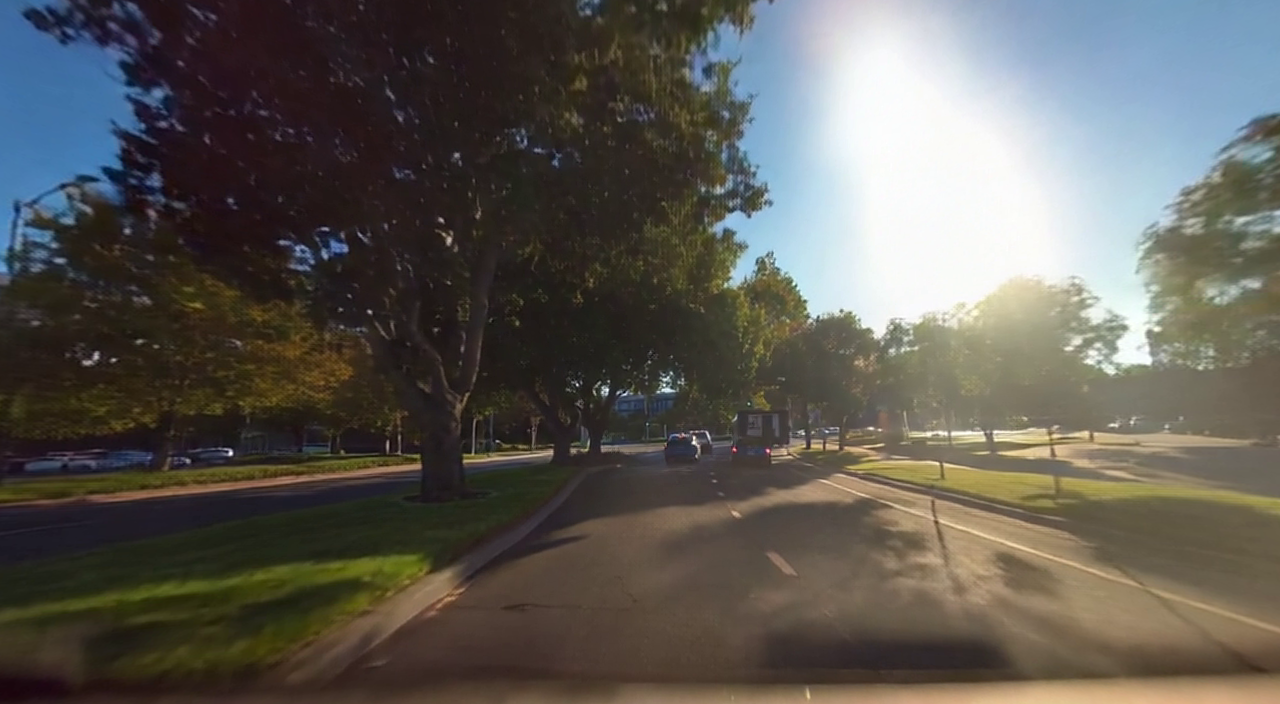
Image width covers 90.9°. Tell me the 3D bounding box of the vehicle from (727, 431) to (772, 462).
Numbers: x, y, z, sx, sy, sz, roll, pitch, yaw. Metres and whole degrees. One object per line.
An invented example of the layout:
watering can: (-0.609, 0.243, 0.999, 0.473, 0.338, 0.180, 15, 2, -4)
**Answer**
vehicle: (5.670, 4.920, 33.037, 1.989, 1.497, 4.436, -1, -8, 6)

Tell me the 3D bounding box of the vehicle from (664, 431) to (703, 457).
vehicle: (2.756, 5.714, 39.281, 2.066, 1.482, 4.273, -1, -8, 8)
